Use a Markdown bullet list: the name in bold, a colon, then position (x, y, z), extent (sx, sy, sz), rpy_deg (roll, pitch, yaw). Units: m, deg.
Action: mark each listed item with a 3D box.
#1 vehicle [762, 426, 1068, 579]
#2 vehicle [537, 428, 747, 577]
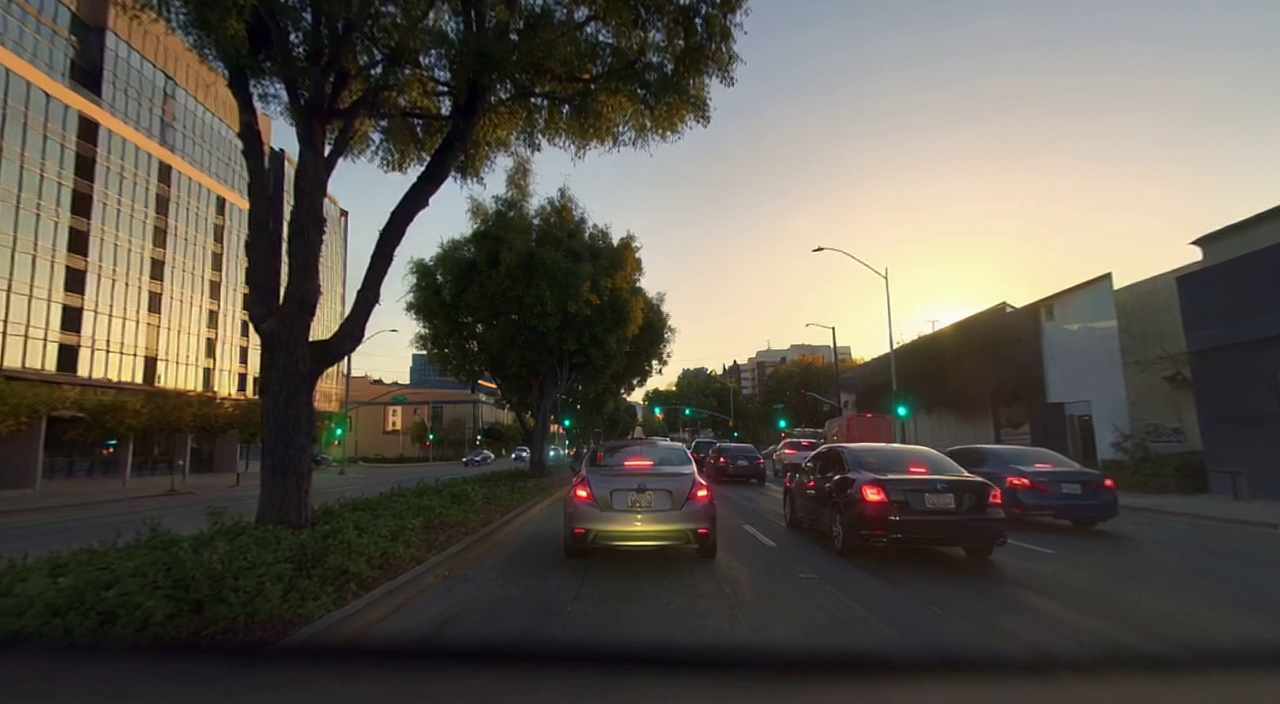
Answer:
- **vehicle**: position (3.154, 1.815, 8.532), extent (1.995, 1.483, 4.533), rpy_deg (0, -8, -1)
- **vehicle**: position (-0.024, 1.817, 8.462), extent (2.105, 1.474, 4.127), rpy_deg (0, -8, -1)
